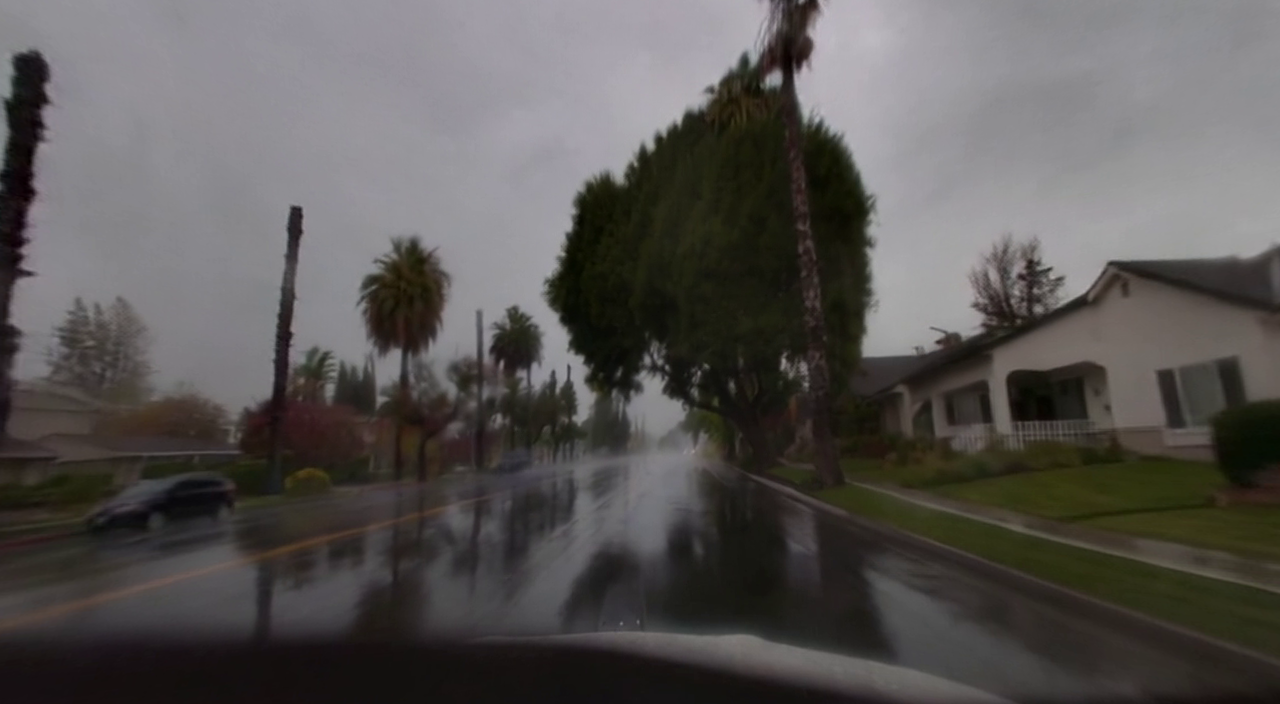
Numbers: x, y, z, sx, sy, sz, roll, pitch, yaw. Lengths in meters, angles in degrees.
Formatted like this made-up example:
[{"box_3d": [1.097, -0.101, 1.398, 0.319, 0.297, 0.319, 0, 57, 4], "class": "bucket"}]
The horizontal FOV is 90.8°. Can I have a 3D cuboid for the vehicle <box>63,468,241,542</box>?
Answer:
[{"box_3d": [-13.638, 4.256, 18.031, 1.804, 1.498, 4.136, -5, -8, 1], "class": "vehicle"}]

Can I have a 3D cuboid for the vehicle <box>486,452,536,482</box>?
[{"box_3d": [-8.529, 7.623, 42.073, 2.001, 1.725, 4.504, -3, -8, 6], "class": "vehicle"}]
